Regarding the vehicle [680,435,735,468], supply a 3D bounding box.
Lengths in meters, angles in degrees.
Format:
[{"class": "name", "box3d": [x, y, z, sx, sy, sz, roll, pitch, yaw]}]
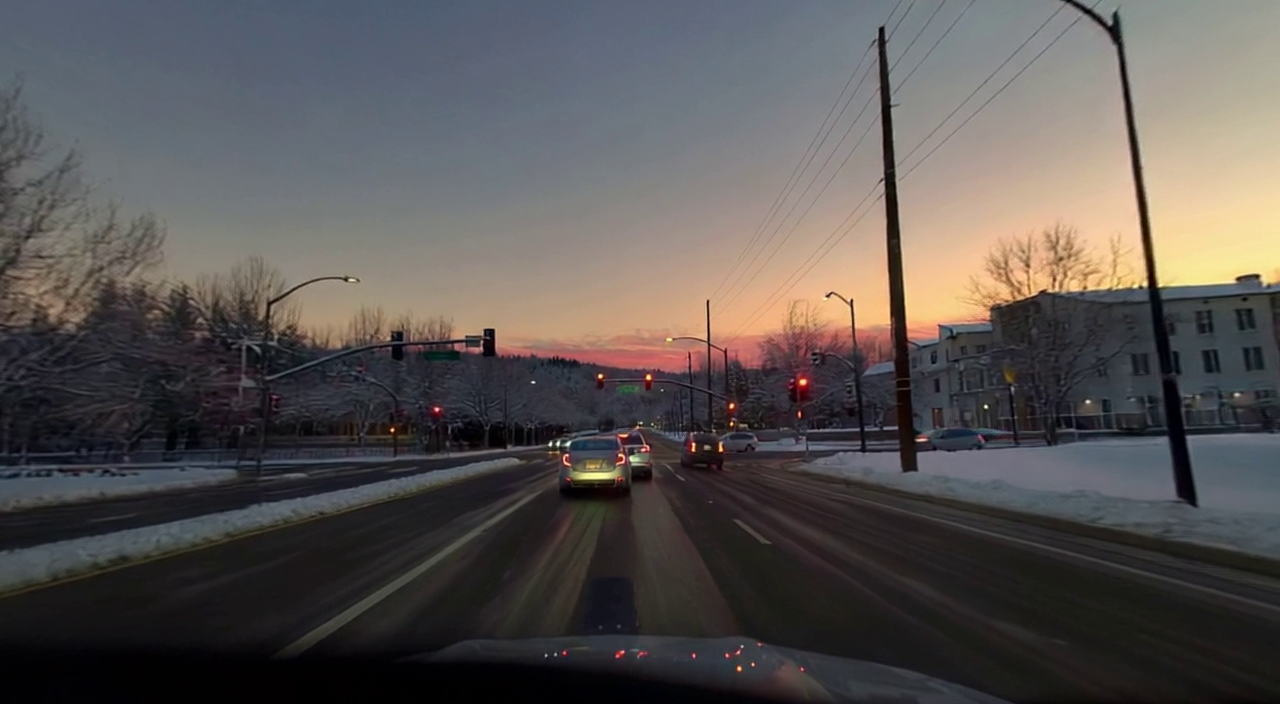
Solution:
[{"class": "vehicle", "box3d": [3.181, 4.776, 30.443, 1.945, 1.470, 4.363, 0, -8, -3]}]

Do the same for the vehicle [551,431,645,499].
[{"class": "vehicle", "box3d": [-0.960, 2.807, 16.026, 2.075, 1.470, 3.962, 0, -8, -1]}]
